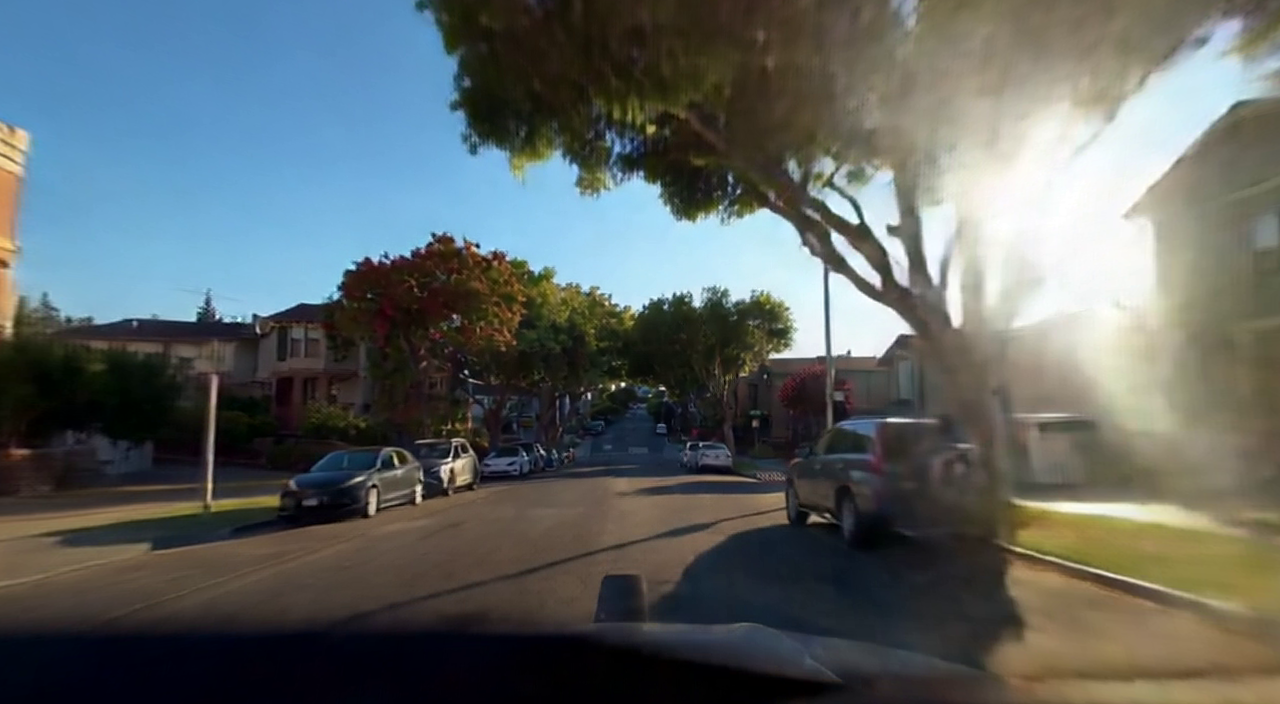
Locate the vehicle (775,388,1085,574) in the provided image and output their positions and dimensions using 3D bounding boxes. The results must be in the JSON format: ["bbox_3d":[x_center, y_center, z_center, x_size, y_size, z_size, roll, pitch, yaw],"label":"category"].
[{"bbox_3d":[3.629,1.740,9.216,2.158,1.977,4.750,0,-9,-1],"label":"vehicle"}]

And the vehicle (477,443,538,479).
[{"bbox_3d":[-5.875,4.875,28.477,2.003,1.489,4.051,0,-9,-3],"label":"vehicle"}]

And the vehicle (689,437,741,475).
[{"bbox_3d":[3.638,5.154,31.526,1.952,1.738,4.518,0,-9,-2],"label":"vehicle"}]

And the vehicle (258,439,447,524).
[{"bbox_3d":[-5.796,2.638,13.493,1.998,1.485,4.476,0,-9,-1],"label":"vehicle"}]
